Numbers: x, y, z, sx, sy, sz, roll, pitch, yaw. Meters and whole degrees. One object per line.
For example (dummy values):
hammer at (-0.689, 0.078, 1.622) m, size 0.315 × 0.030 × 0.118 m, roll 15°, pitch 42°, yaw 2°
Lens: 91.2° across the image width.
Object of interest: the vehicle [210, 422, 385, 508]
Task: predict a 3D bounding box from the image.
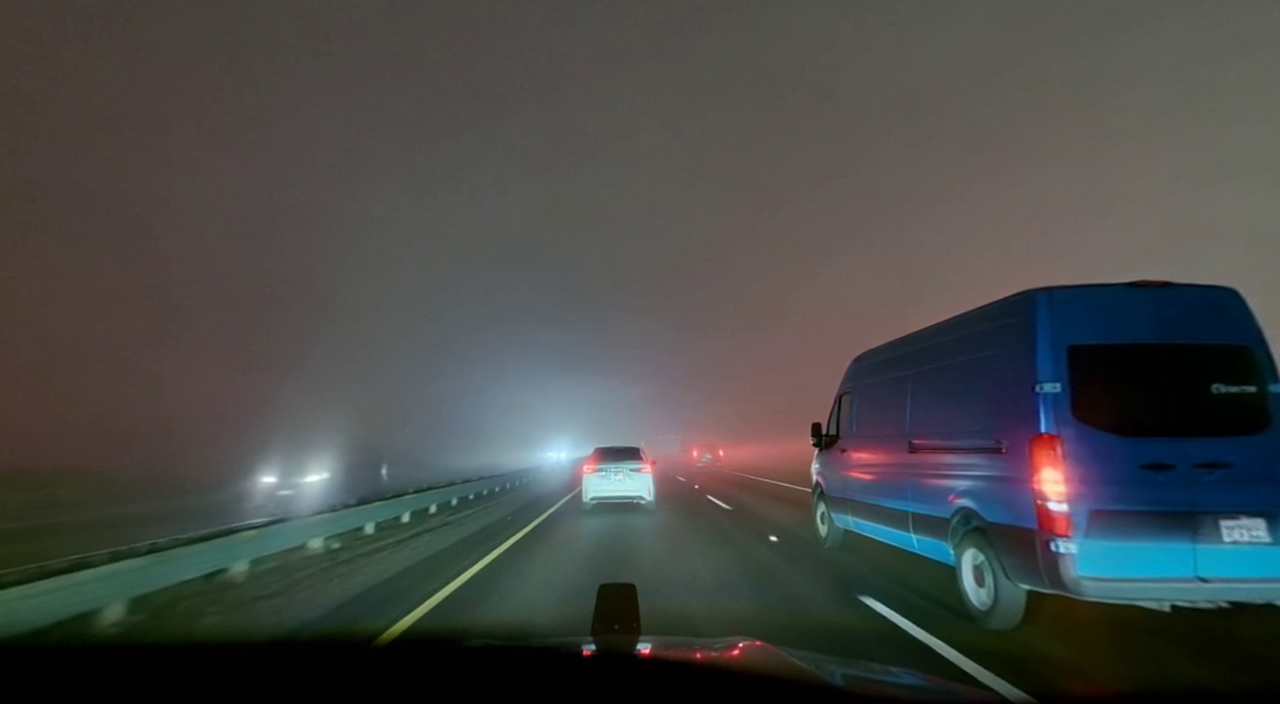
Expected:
vehicle at (-8.890, 2.985, 16.919) m, size 2.106 × 1.959 × 4.715 m, roll 0°, pitch -9°, yaw -1°

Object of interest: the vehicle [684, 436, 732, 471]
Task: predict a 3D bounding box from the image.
vehicle at (4.031, 6.107, 37.959) m, size 2.261 × 1.952 × 4.784 m, roll 0°, pitch -9°, yaw -1°

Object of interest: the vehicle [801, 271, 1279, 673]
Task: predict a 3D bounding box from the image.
vehicle at (3.774, 1.123, 6.744) m, size 2.399 × 2.421 × 5.829 m, roll 0°, pitch -9°, yaw -1°

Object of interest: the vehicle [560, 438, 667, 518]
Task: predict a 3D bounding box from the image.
vehicle at (-0.518, 2.693, 13.871) m, size 2.029 × 1.483 × 3.769 m, roll 0°, pitch -9°, yaw 0°
